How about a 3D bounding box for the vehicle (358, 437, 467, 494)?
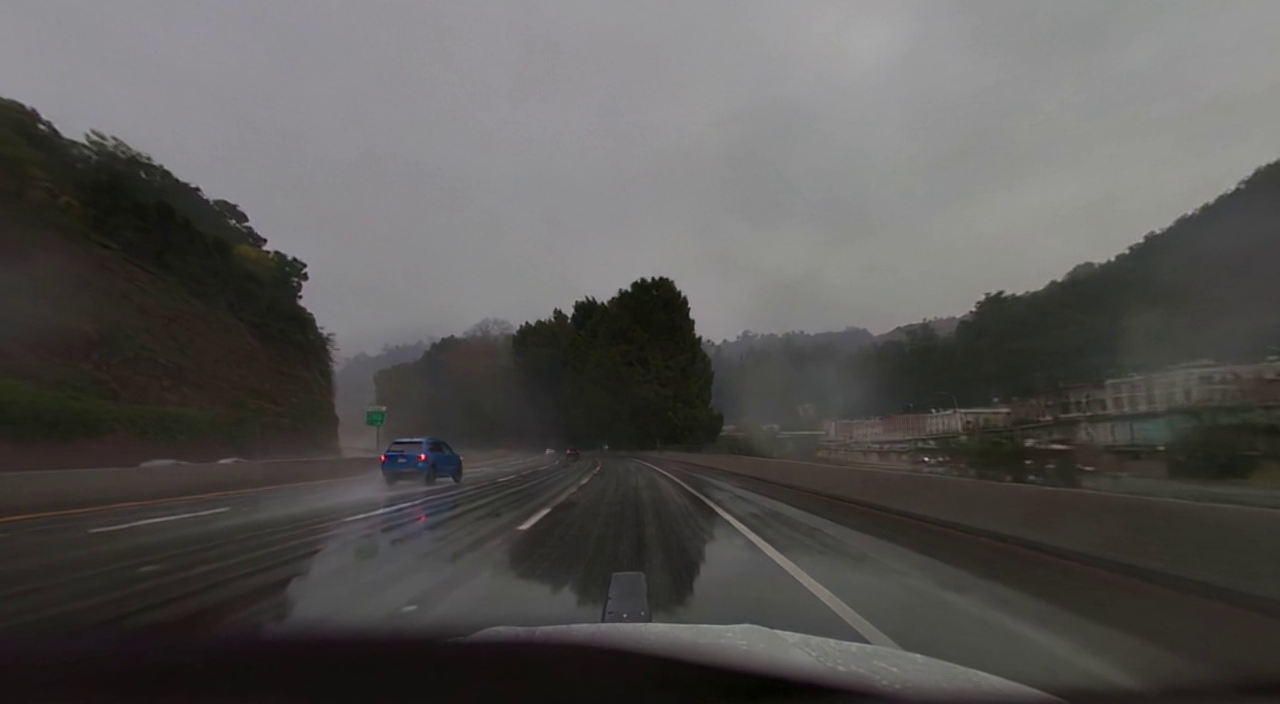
[{"bbox_3d":[-7.527,3.779,21.423,2.046,1.712,4.533,0,-8,-1],"label":"vehicle"}]
